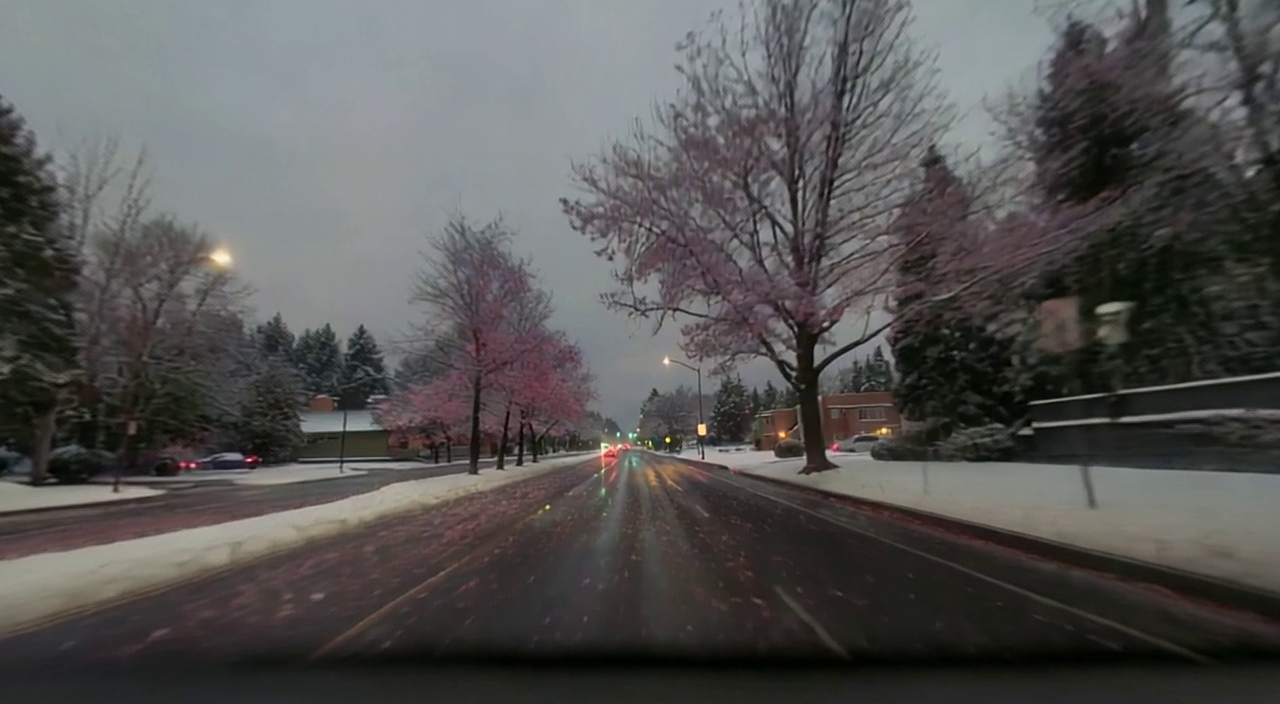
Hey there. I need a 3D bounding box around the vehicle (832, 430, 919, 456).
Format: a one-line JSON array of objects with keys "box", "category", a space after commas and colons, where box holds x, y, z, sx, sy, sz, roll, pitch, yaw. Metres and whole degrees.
[{"box": [15.184, 5.889, 40.963, 4.877, 1.592, 1.913, -1, -9, 2], "category": "vehicle"}]
